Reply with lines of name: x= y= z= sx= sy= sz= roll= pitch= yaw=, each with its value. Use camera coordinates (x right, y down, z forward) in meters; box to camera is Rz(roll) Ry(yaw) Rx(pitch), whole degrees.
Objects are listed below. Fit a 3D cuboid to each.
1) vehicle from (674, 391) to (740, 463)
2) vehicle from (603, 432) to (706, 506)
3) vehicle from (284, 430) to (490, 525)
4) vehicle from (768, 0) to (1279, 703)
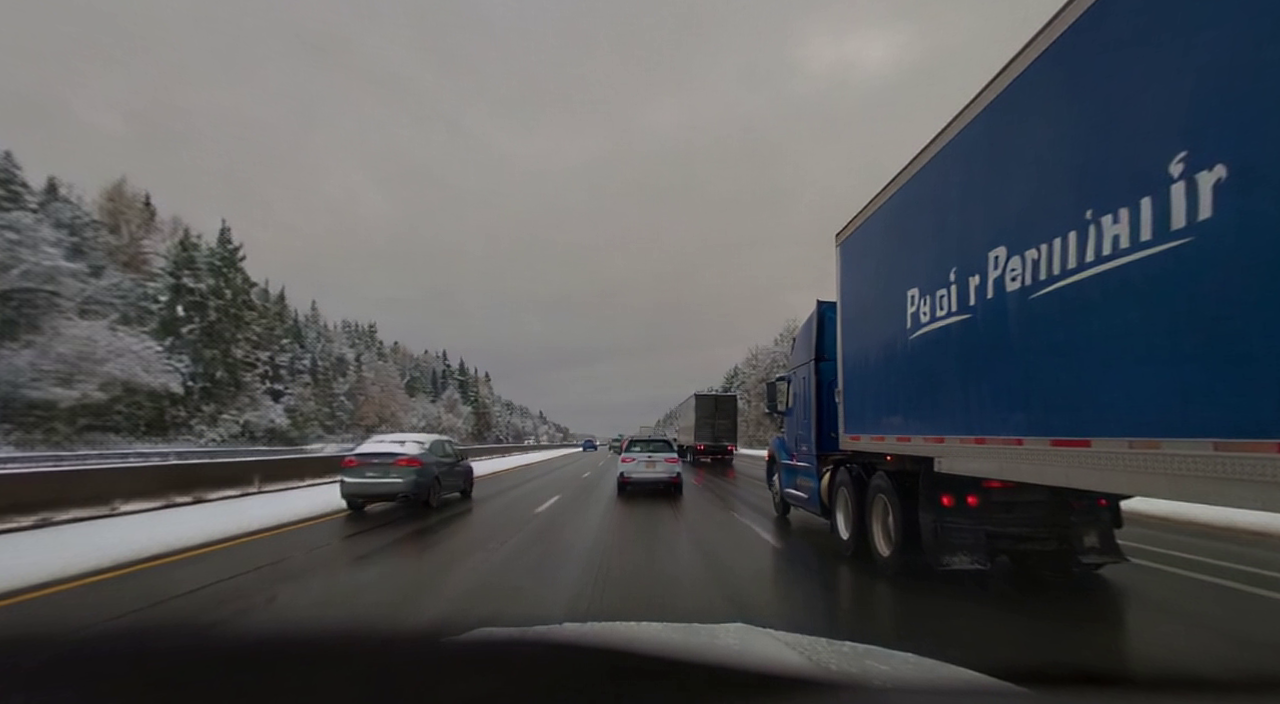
vehicle: x=4.159 y=5.149 z=42.545 sx=2.869 sy=4.067 sz=13.731 roll=0 pitch=-8 yaw=0
vehicle: x=0.278 y=2.545 z=14.254 sx=2.021 sy=1.435 sz=3.611 roll=0 pitch=-8 yaw=0
vehicle: x=-4.428 y=2.228 z=11.946 sx=2.048 sy=1.452 sz=4.430 roll=0 pitch=-8 yaw=0
vehicle: x=4.218 y=0.138 z=6.120 sx=2.816 sy=4.070 sz=14.136 roll=0 pitch=-8 yaw=-1
